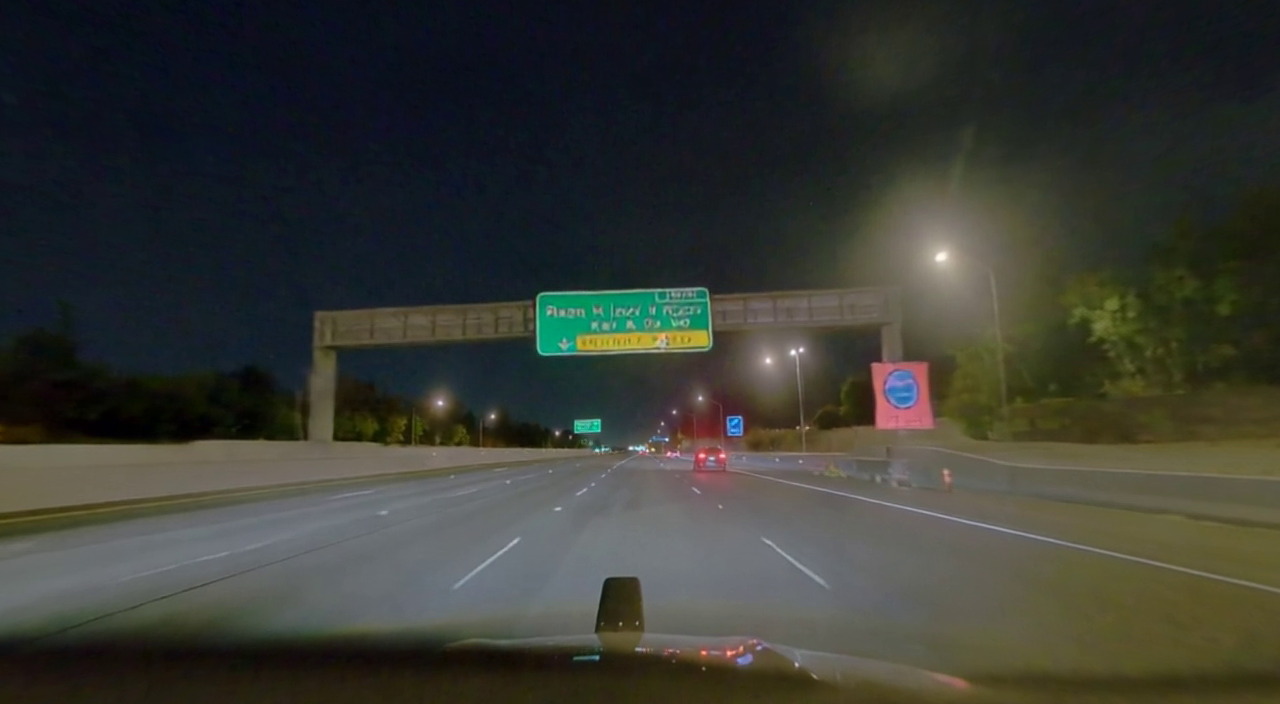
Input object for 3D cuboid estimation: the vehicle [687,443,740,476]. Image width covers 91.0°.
[{"bbox_3d":[3.585,5.360,31.550,2.033,1.501,4.398,0,-9,-1],"label":"vehicle"}]
